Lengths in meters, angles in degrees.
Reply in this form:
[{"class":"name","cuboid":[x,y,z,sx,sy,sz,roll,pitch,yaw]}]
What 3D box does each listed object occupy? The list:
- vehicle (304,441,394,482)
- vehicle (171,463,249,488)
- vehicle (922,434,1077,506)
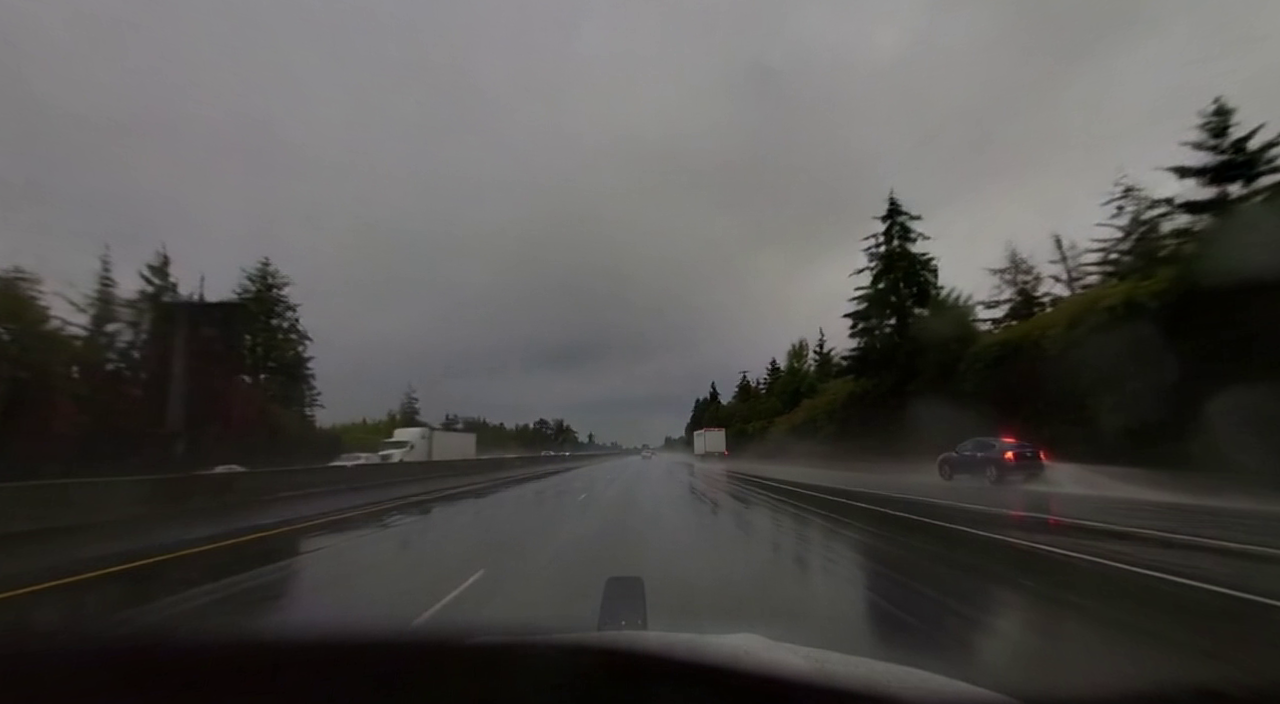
[{"class":"vehicle","cuboid":[-16.113,6.099,35.245,2.541,2.093,4.941,0,-9,1]},{"class":"vehicle","cuboid":[-27.989,8.043,41.220,2.002,1.460,4.306,0,-9,1]},{"class":"vehicle","cuboid":[10.157,3.340,18.200,2.038,1.823,3.744,1,-9,-4]}]
